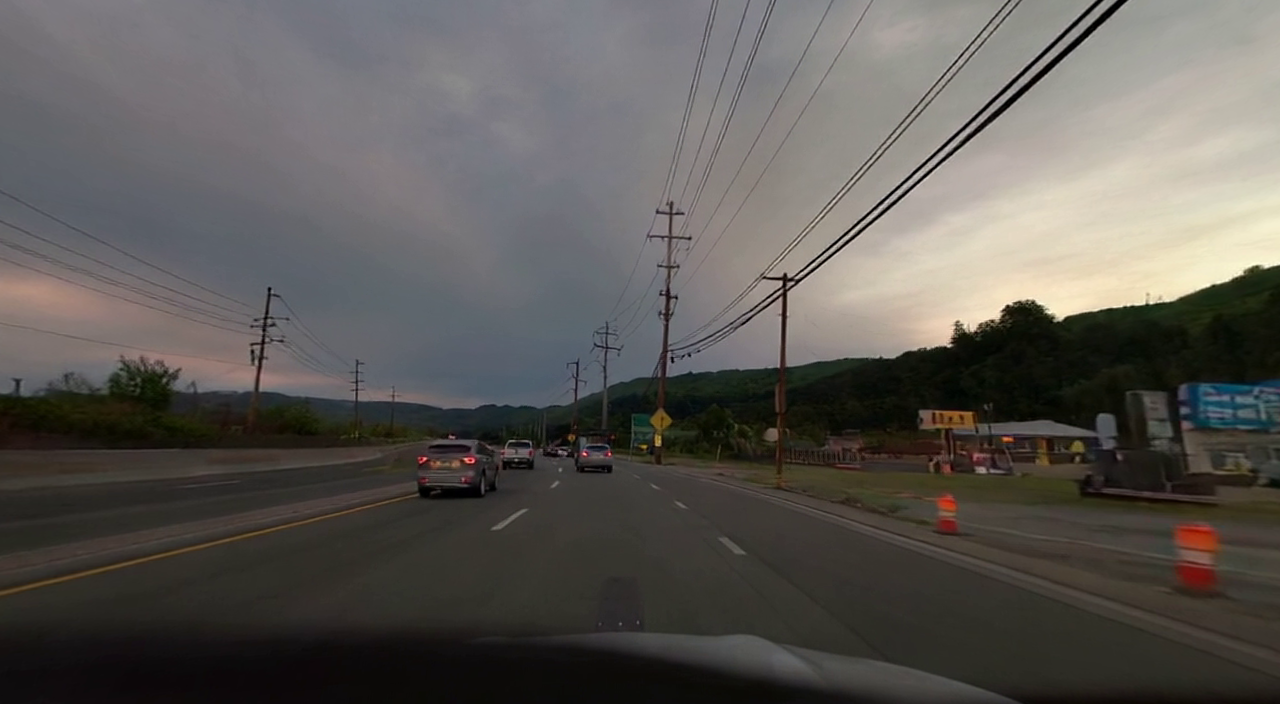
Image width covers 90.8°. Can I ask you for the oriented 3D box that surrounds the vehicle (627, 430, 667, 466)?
[{"bbox_3d":[0.481,7.518,49.533,2.256,2.597,4.534,2,-9,-12],"label":"vehicle"}]

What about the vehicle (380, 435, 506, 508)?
[{"bbox_3d":[-5.241,3.230,17.575,2.185,1.721,4.550,0,-9,-3],"label":"vehicle"}]

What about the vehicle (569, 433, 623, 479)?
[{"bbox_3d":[-2.460,5.559,34.076,2.486,2.280,5.291,1,-9,-8],"label":"vehicle"}]

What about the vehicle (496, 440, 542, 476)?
[{"bbox_3d":[-7.241,6.377,38.388,2.345,2.012,5.693,1,-9,-7],"label":"vehicle"}]
